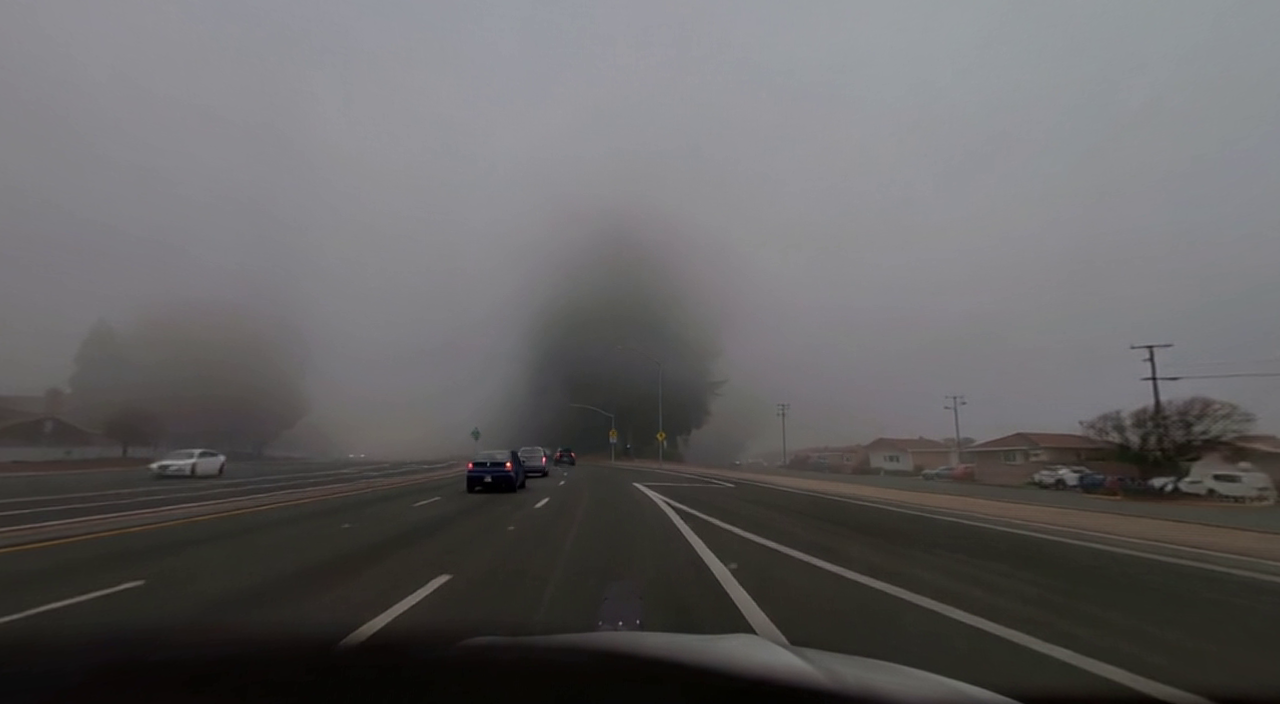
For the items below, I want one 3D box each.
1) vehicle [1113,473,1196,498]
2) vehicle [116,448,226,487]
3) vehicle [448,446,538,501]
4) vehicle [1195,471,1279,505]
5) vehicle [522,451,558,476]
[{"bbox_3d":[36.074,9.345,44.427,1.721,1.487,4.510,1,-9,-6],"label":"vehicle"},{"bbox_3d":[-20.661,5.063,28.072,1.844,1.582,4.218,0,-8,-4],"label":"vehicle"},{"bbox_3d":[-4.746,3.952,21.083,2.098,1.613,4.606,0,-8,-3],"label":"vehicle"},{"bbox_3d":[37.086,8.188,38.238,1.973,1.671,5.072,1,-9,-6],"label":"vehicle"},{"bbox_3d":[-6.340,7.101,40.425,1.904,1.476,3.736,0,-8,-4],"label":"vehicle"}]
